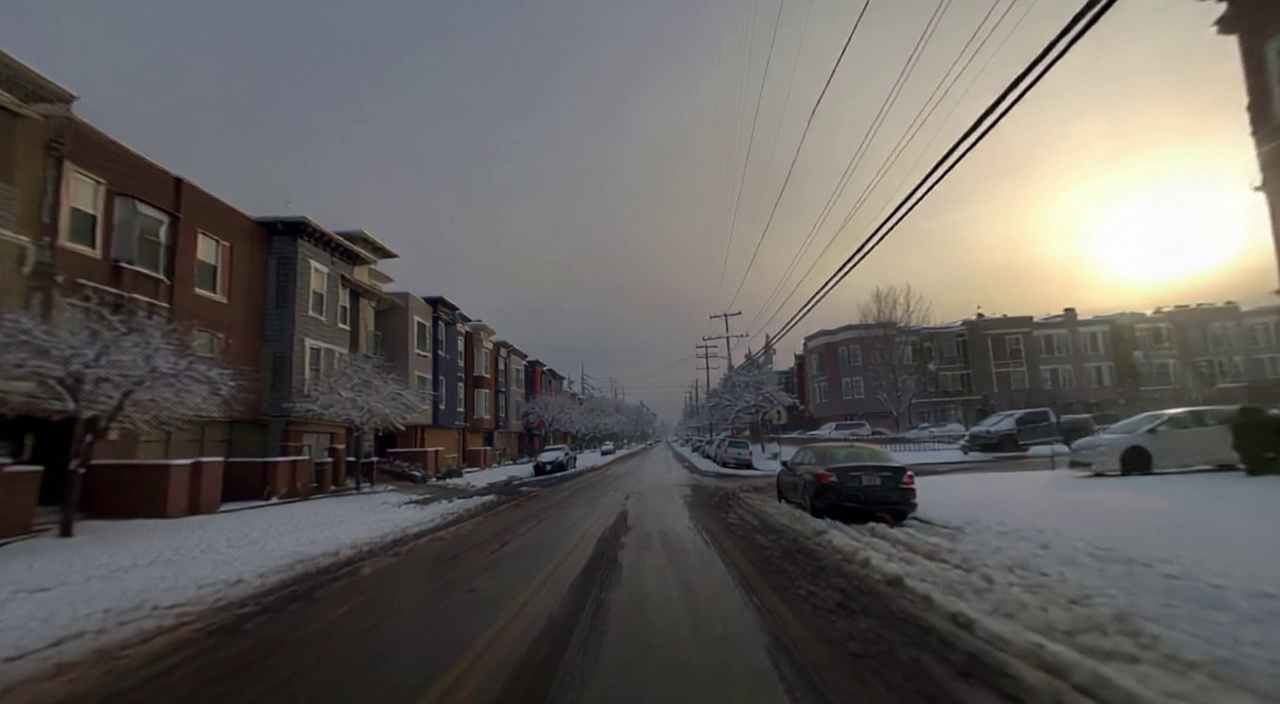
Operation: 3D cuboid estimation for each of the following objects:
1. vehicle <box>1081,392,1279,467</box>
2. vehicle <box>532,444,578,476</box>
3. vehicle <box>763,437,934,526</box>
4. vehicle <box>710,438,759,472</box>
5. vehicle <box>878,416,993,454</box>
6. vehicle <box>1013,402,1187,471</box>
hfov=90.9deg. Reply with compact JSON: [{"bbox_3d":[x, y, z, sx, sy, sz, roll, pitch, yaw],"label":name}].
[{"bbox_3d":[13.278,1.929,15.416,1.997,1.546,4.370,-1,-8,4],"label":"vehicle"},{"bbox_3d":[-4.833,6.181,36.433,1.913,1.672,4.267,-1,-8,2],"label":"vehicle"},{"bbox_3d":[3.912,2.482,12.844,1.928,1.440,4.738,0,-8,1],"label":"vehicle"},{"bbox_3d":[4.682,5.173,31.821,1.914,1.591,3.892,0,-8,1],"label":"vehicle"},{"bbox_3d":[14.008,4.022,30.210,1.897,1.659,4.648,4,-9,-28],"label":"vehicle"},{"bbox_3d":[11.092,2.099,15.556,1.801,1.491,3.488,-1,-8,5],"label":"vehicle"}]
